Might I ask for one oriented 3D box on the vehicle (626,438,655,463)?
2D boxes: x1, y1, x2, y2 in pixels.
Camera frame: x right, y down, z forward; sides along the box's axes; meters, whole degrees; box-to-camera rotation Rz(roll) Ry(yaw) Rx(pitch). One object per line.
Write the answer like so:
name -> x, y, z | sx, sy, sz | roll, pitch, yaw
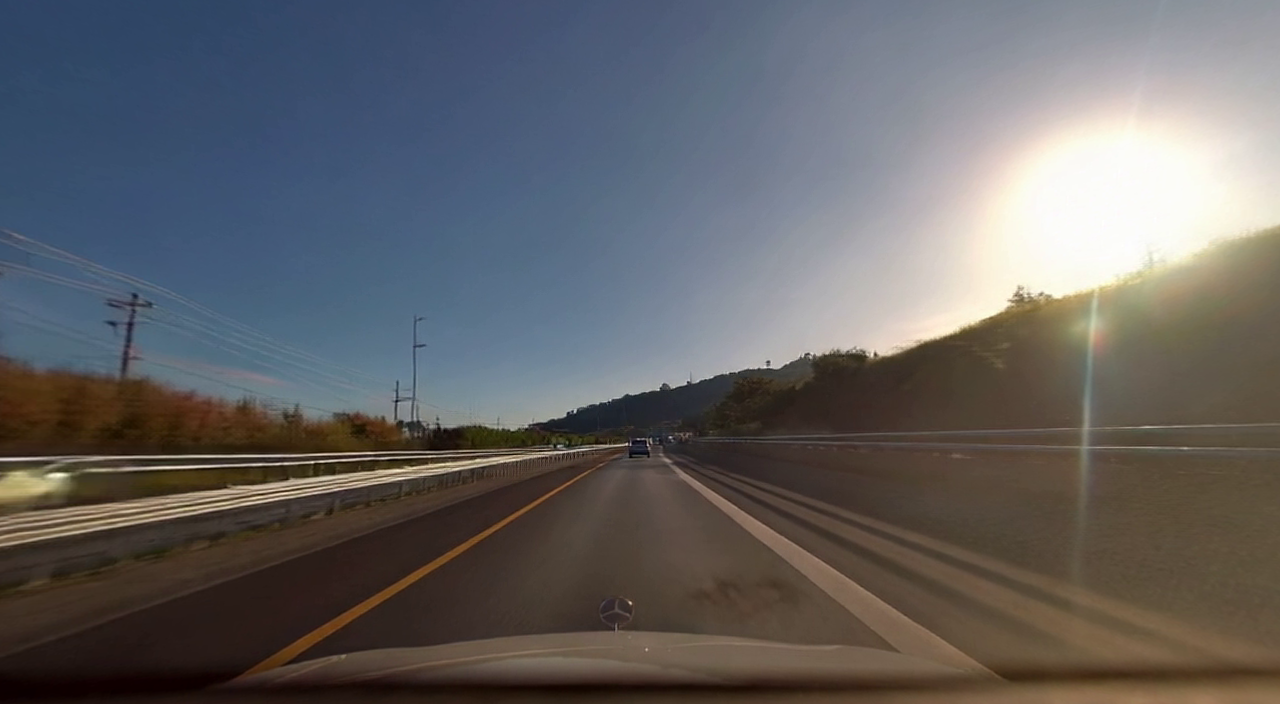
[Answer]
vehicle -> 0.021, 7.304, 46.793 | 2.059, 1.696, 4.165 | 0, -8, -1
